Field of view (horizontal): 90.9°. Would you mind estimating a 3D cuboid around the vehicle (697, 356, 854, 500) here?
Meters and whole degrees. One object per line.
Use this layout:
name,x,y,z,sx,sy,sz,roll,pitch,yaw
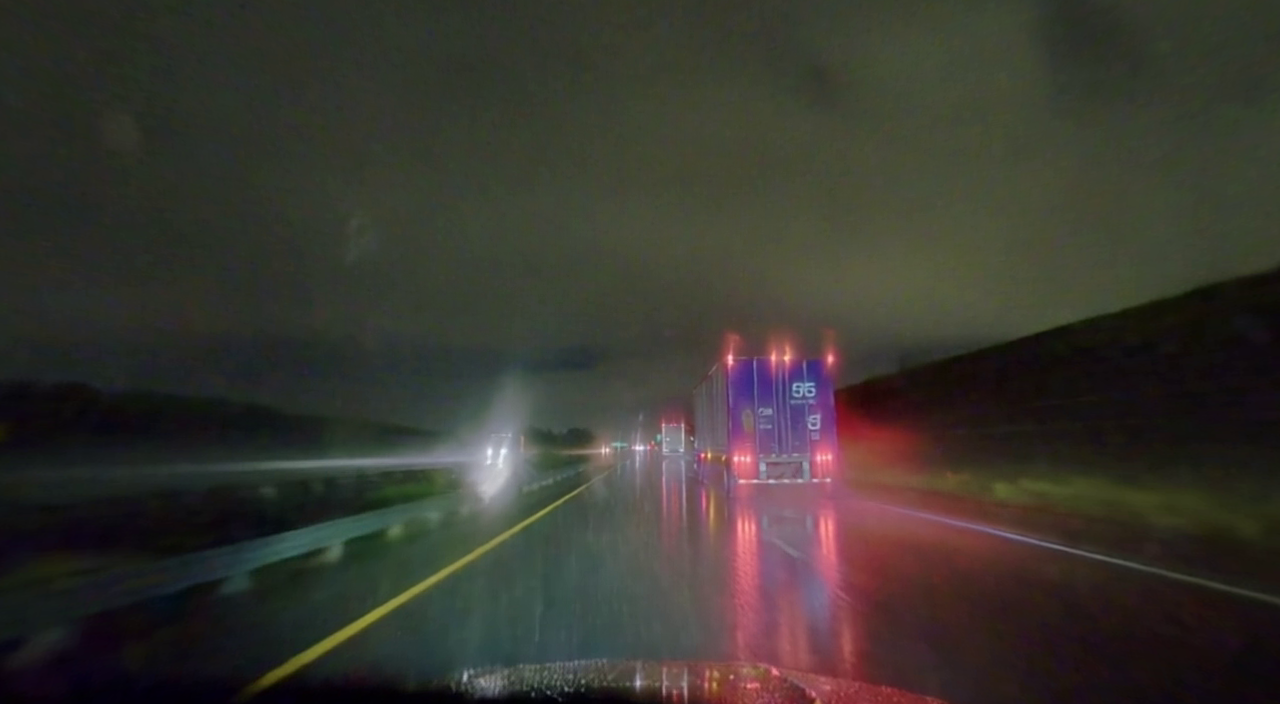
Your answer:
vehicle,3.951,2.736,21.442,3.107,3.718,10.231,0,-9,0
